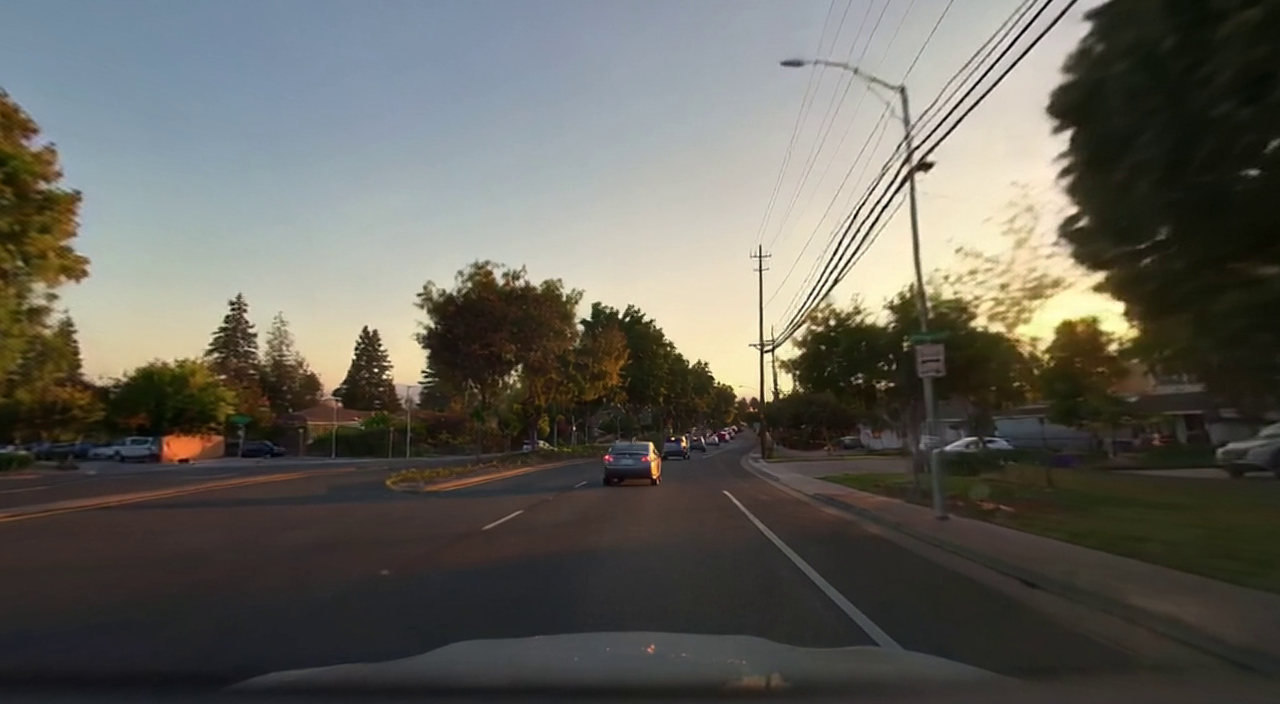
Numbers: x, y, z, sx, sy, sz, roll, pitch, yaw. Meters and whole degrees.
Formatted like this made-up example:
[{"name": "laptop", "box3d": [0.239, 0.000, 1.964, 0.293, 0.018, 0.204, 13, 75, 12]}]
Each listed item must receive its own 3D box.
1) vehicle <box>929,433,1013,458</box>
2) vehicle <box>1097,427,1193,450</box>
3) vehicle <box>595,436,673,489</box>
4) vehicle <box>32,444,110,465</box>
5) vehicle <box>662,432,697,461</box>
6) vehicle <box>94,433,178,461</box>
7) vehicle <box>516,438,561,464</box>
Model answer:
[{"name": "vehicle", "box3d": [22.550, 6.428, 43.146, 4.674, 1.500, 1.889, 1, -9, 9]}, {"name": "vehicle", "box3d": [34.514, 5.938, 43.167, 4.628, 1.467, 1.923, -2, -8, 14]}, {"name": "vehicle", "box3d": [-0.075, 3.450, 19.990, 2.117, 1.474, 4.036, -1, -9, 4]}, {"name": "vehicle", "box3d": [-38.734, 6.981, 43.020, 1.552, 1.384, 3.896, -1, -9, 3]}, {"name": "vehicle", "box3d": [2.920, 6.896, 45.960, 2.158, 1.939, 4.935, -2, -9, 8]}, {"name": "vehicle", "box3d": [-32.899, 6.262, 41.334, 1.857, 1.580, 4.336, 0, -11, 0]}, {"name": "vehicle", "box3d": [-6.338, 6.248, 39.852, 1.983, 1.485, 4.159, -1, -9, 3]}]
